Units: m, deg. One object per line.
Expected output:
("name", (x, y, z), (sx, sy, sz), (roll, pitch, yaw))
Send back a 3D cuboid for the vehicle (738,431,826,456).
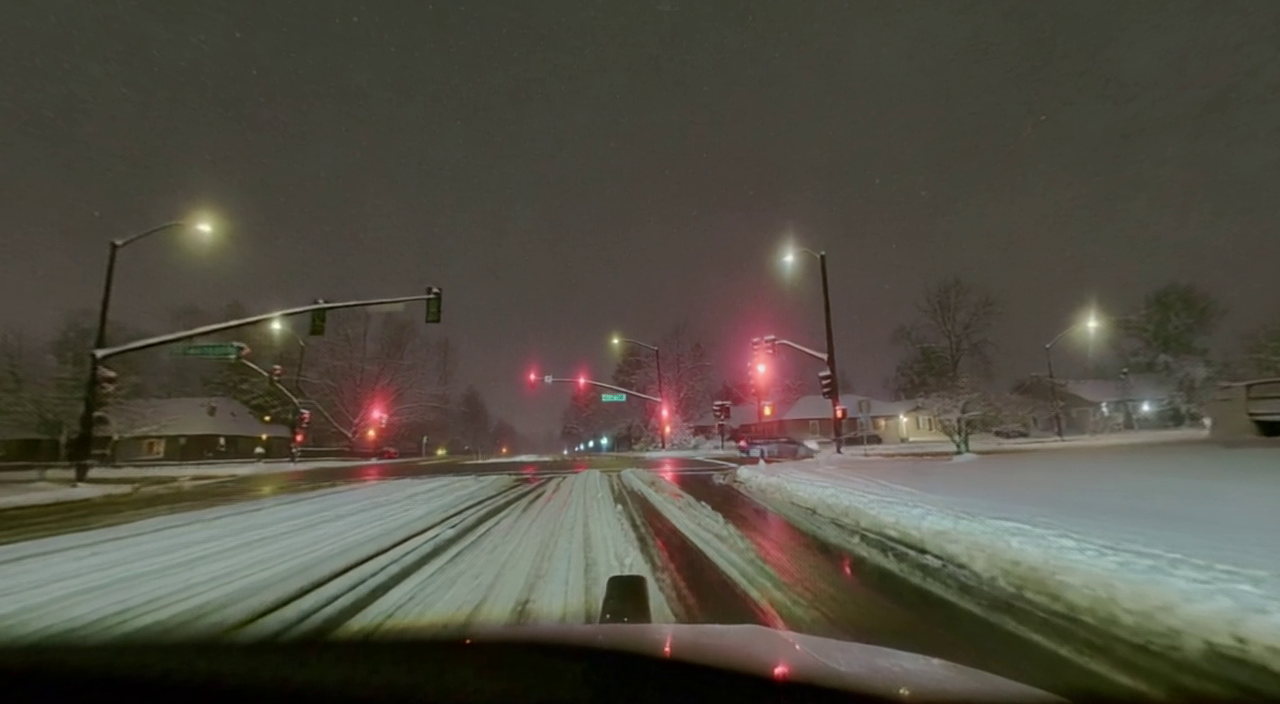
("vehicle", (8.447, 5.482, 37.669), (4.759, 1.461, 1.788), (1, -8, -4))
